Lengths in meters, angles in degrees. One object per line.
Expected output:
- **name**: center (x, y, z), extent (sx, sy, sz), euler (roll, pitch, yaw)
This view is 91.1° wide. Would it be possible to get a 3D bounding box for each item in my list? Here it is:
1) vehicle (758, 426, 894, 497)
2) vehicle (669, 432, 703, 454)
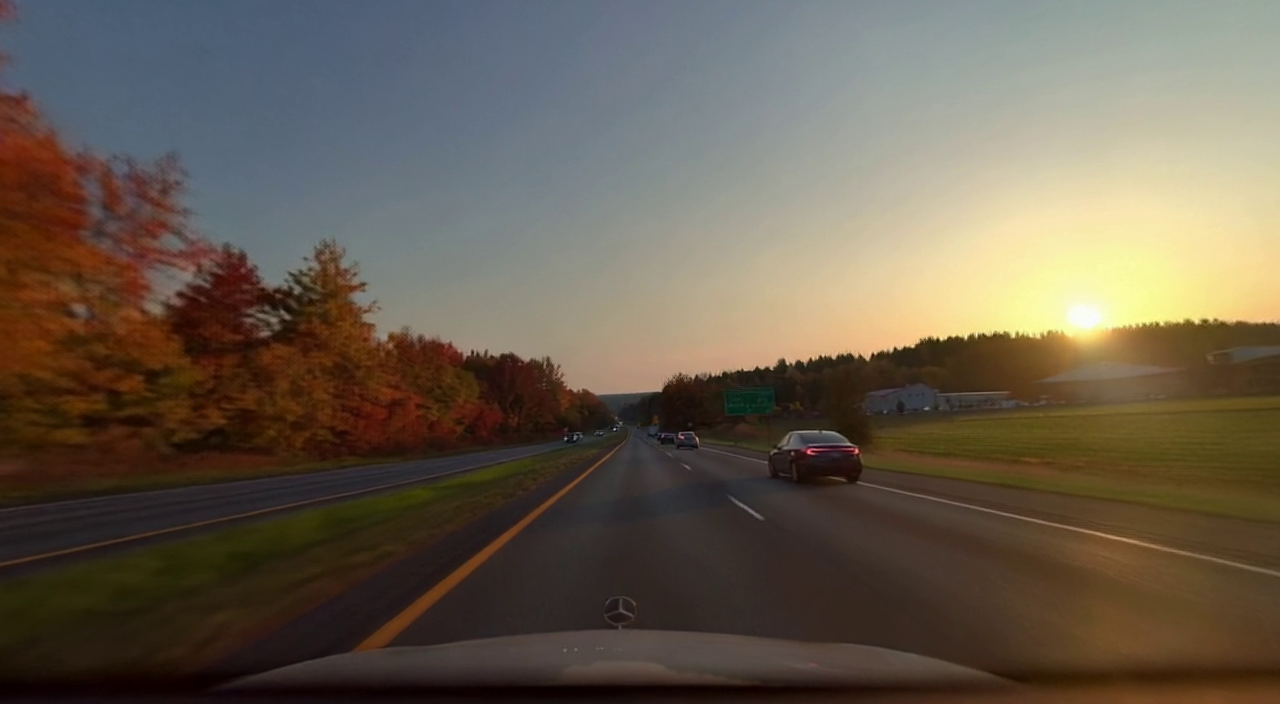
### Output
- **vehicle**: center (4.414, 2.658, 15.702), extent (2.024, 1.516, 4.197), euler (0, -8, -1)
- **vehicle**: center (3.349, 6.730, 46.455), extent (2.057, 1.540, 4.158), euler (0, -8, -1)
